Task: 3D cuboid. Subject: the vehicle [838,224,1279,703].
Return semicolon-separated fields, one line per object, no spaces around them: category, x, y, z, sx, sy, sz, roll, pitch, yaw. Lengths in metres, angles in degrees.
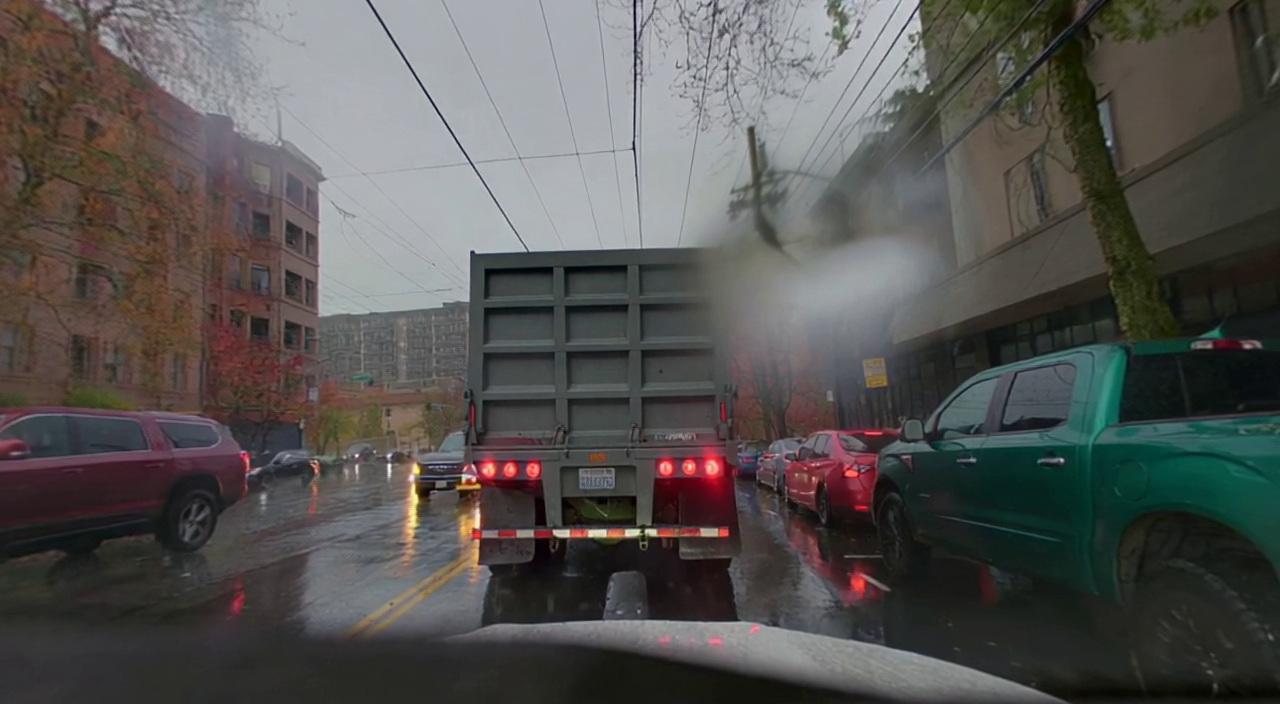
vehicle;3.235;0.844;3.853;2.242;1.979;5.722;0;-8;1

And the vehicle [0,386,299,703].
vehicle;-4.113;1.059;3.435;1.988;1.657;4.492;0;-8;0

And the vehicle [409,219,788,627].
vehicle;-0.226;1.099;9.102;2.878;3.204;8.244;0;-8;1
